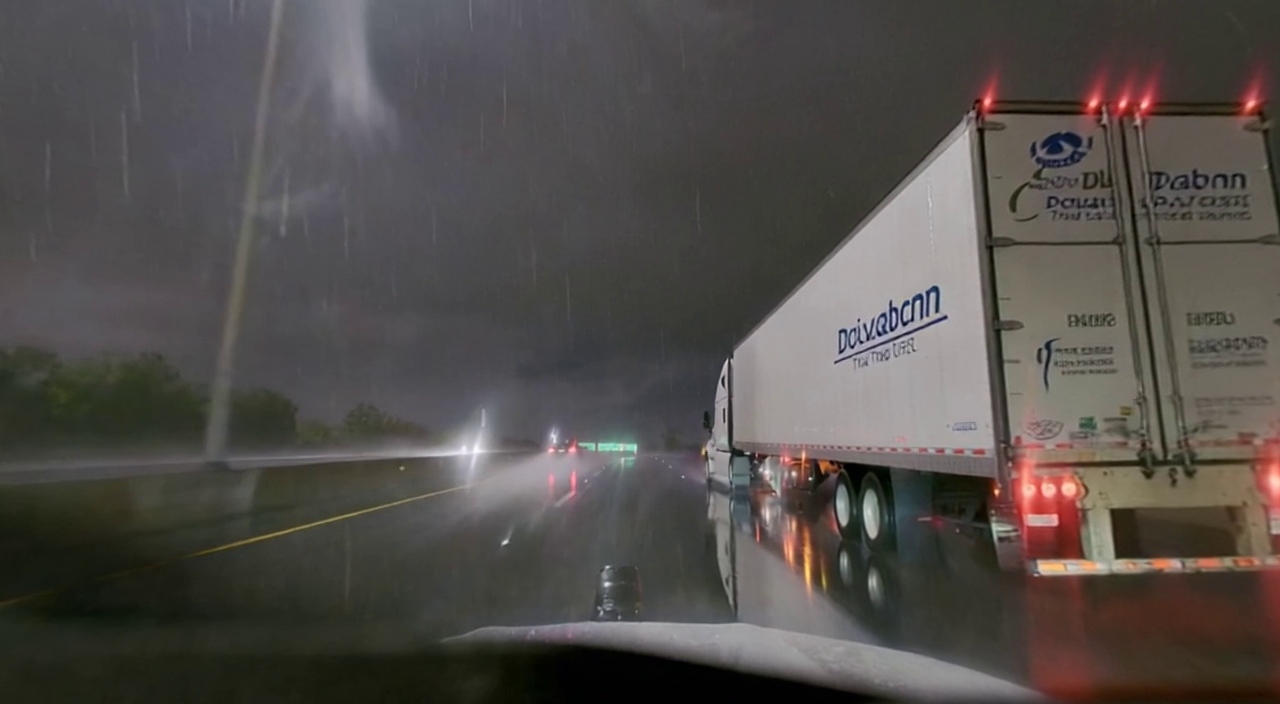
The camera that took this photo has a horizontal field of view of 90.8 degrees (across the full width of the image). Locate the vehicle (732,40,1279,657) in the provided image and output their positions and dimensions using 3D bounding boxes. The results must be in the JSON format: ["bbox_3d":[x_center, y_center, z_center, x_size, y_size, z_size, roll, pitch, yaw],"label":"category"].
[{"bbox_3d":[3.962,0.732,10.486,2.962,4.132,12.720,0,-8,0],"label":"vehicle"}]

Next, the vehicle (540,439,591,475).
[{"bbox_3d":[-3.580,5.104,31.037,2.030,1.657,3.926,0,-8,0],"label":"vehicle"}]
